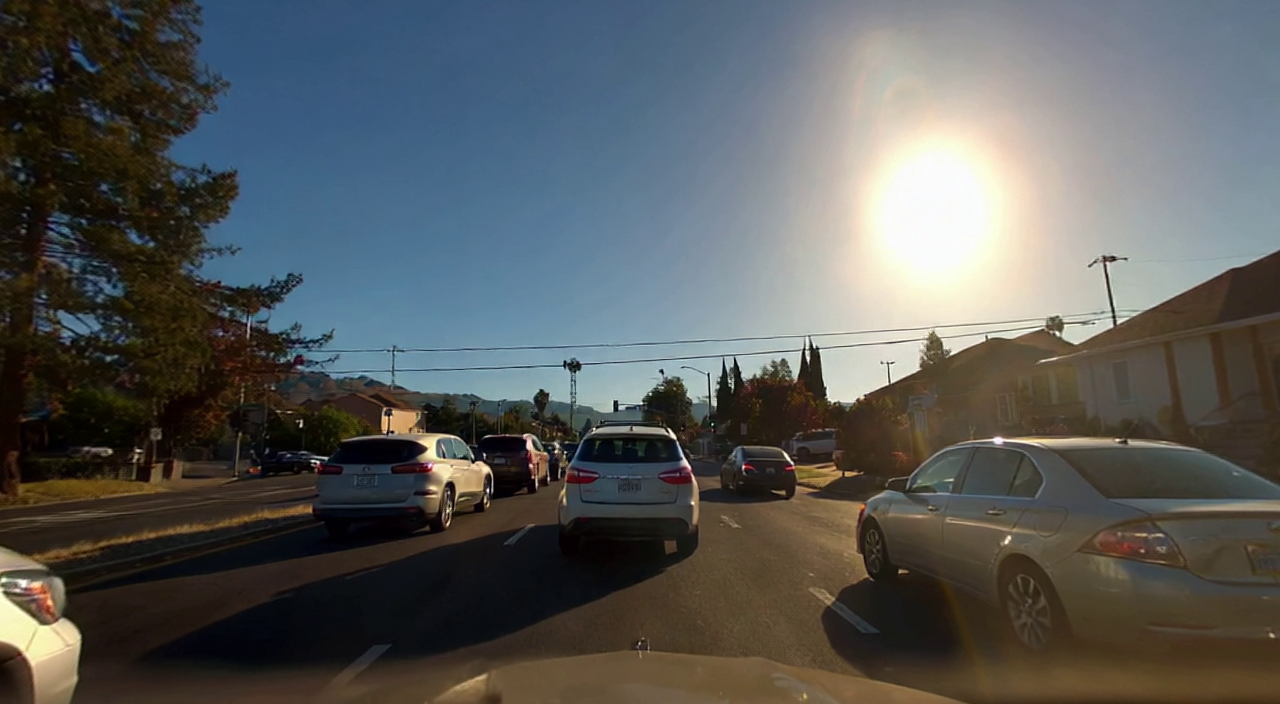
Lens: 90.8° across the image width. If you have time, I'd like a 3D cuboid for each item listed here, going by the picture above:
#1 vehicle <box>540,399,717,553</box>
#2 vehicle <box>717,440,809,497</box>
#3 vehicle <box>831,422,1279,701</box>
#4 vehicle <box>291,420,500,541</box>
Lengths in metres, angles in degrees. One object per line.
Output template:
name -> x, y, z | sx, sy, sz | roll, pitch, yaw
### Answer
vehicle -> -0.231, 1.826, 9.940 | 2.164, 1.867, 4.254 | 0, -8, -3
vehicle -> 3.501, 3.373, 18.736 | 1.880, 1.476, 3.932 | 0, -8, -1
vehicle -> 3.474, 1.462, 5.757 | 1.977, 1.480, 4.589 | 0, -8, -1
vehicle -> -3.717, 2.019, 10.585 | 1.864, 1.576, 4.324 | 0, -8, -1
